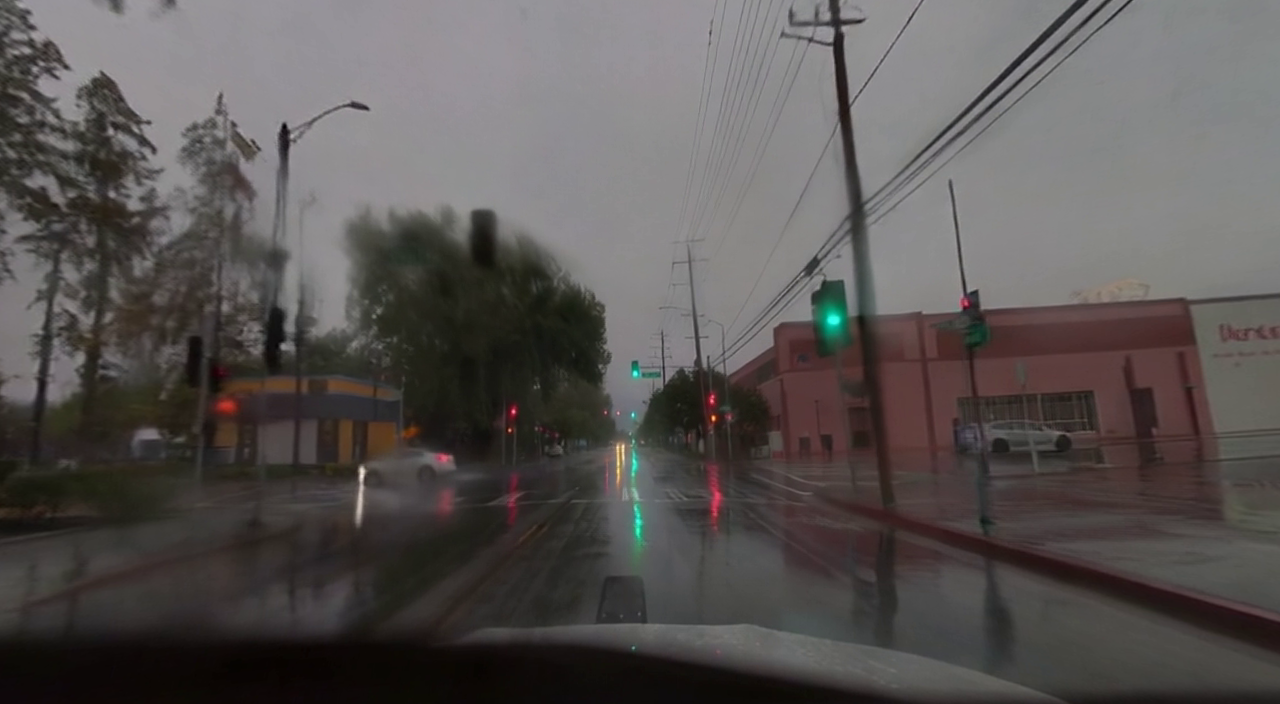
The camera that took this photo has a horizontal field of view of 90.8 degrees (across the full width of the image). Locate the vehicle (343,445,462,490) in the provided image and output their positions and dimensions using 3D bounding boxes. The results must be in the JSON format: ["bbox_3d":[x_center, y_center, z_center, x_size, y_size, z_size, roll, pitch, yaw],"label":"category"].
[{"bbox_3d":[-9.546,4.560,25.305,4.624,1.478,2.118,-6,-6,33],"label":"vehicle"}]

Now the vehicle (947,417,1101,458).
[{"bbox_3d":[14.573,3.270,24.185,4.632,1.484,1.907,0,-9,-1],"label":"vehicle"}]
